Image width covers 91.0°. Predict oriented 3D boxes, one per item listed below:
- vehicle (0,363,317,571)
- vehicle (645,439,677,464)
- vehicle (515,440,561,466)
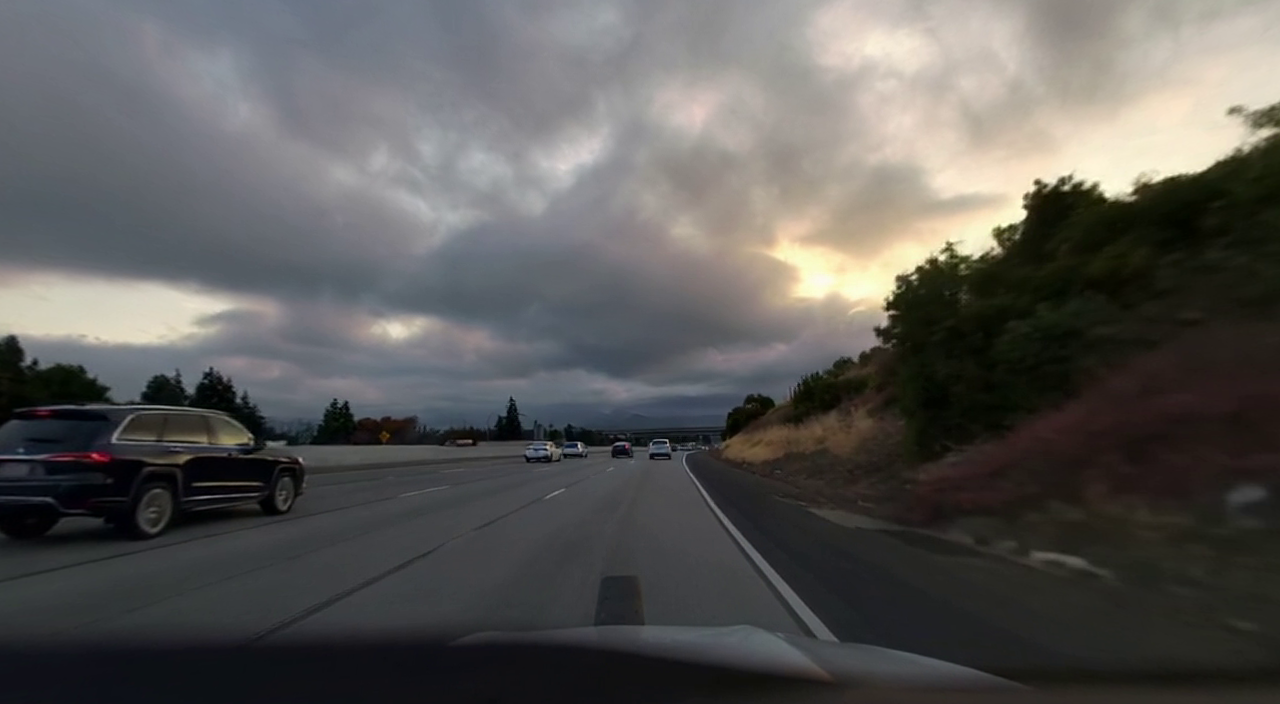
[{"bbox_3d":[-7.241,1.488,8.701,2.438,1.967,5.596,0,-8,2],"label":"vehicle"},{"bbox_3d":[1.576,7.109,45.115,2.141,1.706,4.065,0,-8,4],"label":"vehicle"},{"bbox_3d":[-6.449,6.419,40.301,1.986,1.534,4.255,0,-8,4],"label":"vehicle"}]
